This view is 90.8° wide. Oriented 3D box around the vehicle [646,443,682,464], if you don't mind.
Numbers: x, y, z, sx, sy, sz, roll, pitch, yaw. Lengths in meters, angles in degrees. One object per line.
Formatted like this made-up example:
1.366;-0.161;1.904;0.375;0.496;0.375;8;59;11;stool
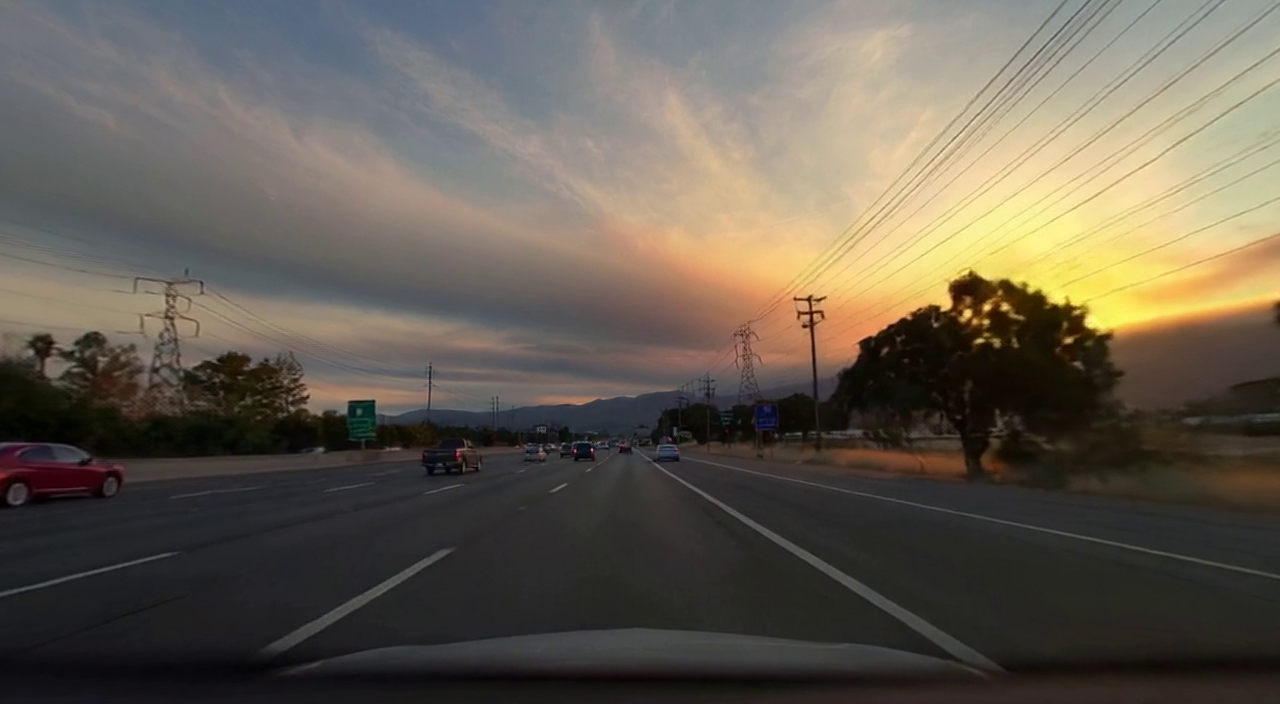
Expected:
1.645;7.117;44.297;2.015;1.391;3.897;1;-9;-5;vehicle

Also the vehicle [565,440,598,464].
-4.324;7.502;47.638;2.121;1.673;4.443;0;-9;-1;vehicle

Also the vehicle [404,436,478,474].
-10.086;5.261;32.485;2.115;1.799;5.444;0;-9;-1;vehicle

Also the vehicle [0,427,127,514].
-13.966;2.463;13.179;2.257;1.727;5.036;0;-9;0;vehicle
